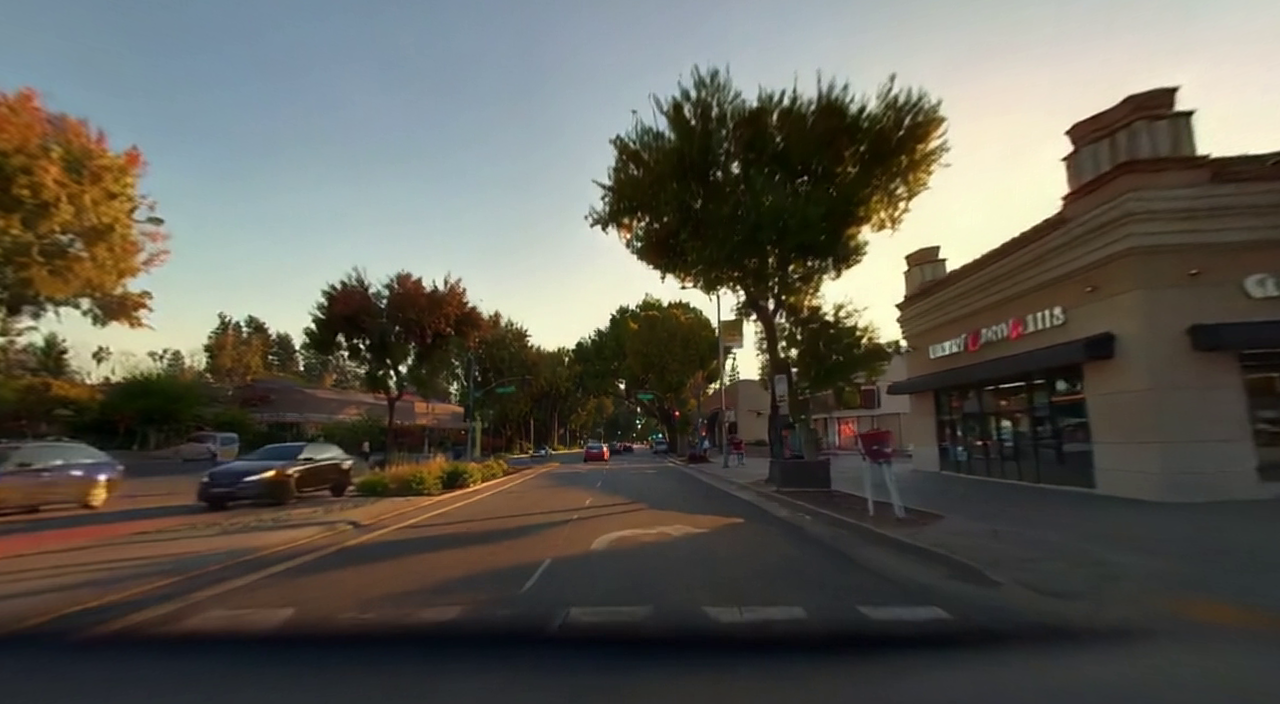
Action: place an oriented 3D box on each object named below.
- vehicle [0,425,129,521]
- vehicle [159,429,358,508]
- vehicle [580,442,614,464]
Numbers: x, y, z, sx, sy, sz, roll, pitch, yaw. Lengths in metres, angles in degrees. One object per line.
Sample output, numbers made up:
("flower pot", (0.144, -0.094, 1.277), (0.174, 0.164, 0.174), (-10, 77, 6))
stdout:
("vehicle", (-12.558, 2.252, 11.870), (2.046, 1.716, 4.423), (-1, -8, 2))
("vehicle", (-9.224, 2.825, 15.866), (2.052, 1.676, 4.463), (-1, -8, 3))
("vehicle", (-3.103, 7.390, 46.478), (2.122, 1.469, 4.388), (0, -8, 0))
